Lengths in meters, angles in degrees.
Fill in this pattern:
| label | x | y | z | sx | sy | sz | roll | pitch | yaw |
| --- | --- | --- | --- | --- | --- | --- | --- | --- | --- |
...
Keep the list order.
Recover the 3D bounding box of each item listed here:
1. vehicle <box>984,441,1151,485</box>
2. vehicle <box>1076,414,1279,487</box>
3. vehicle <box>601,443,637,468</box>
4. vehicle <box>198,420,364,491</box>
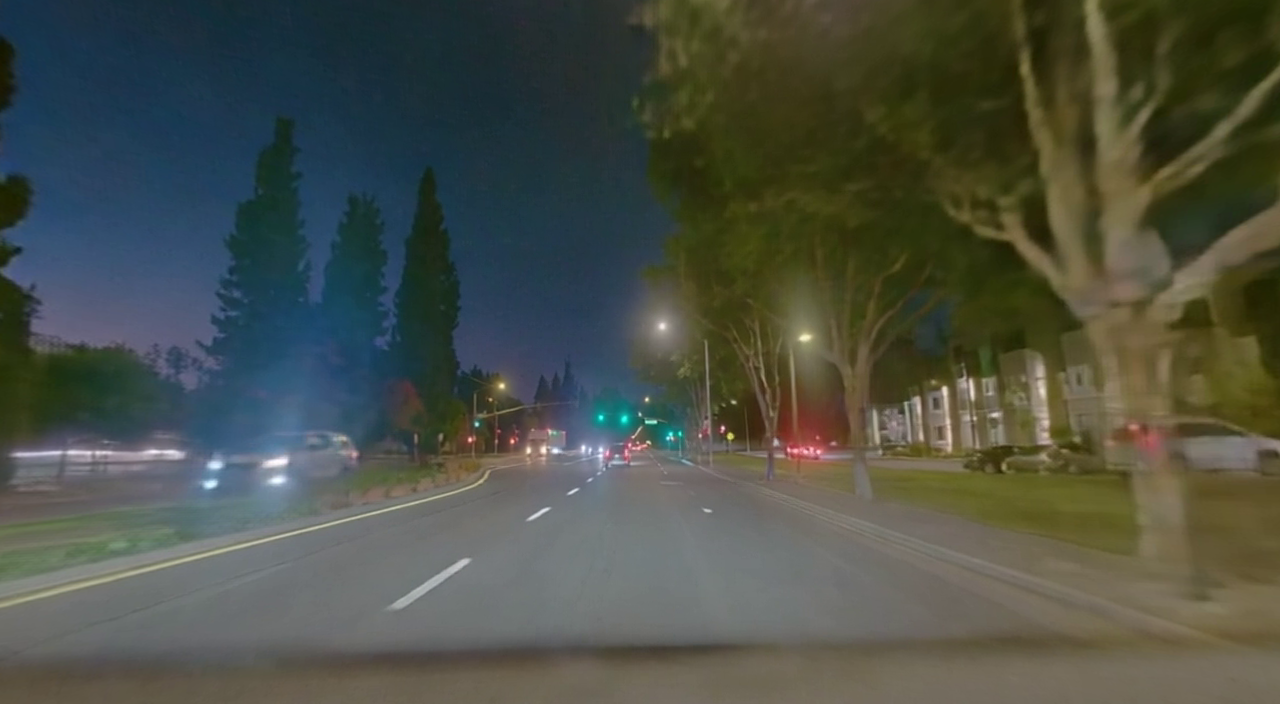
| label | x | y | z | sx | sy | sz | roll | pitch | yaw |
| --- | --- | --- | --- | --- | --- | --- | --- | --- | --- |
| vehicle | 15.218 | 3.923 | 22.626 | 4.673 | 1.458 | 2.046 | 1 | -9 | -8 |
| vehicle | 15.512 | 2.703 | 17.433 | 5.604 | 1.833 | 2.128 | 1 | -9 | -7 |
| vehicle | -1.256 | 6.584 | 40.417 | 2.011 | 1.498 | 4.914 | 0 | -8 | 1 |
| vehicle | -11.273 | 3.315 | 20.484 | 2.193 | 1.977 | 5.481 | 0 | -8 | -1 |
